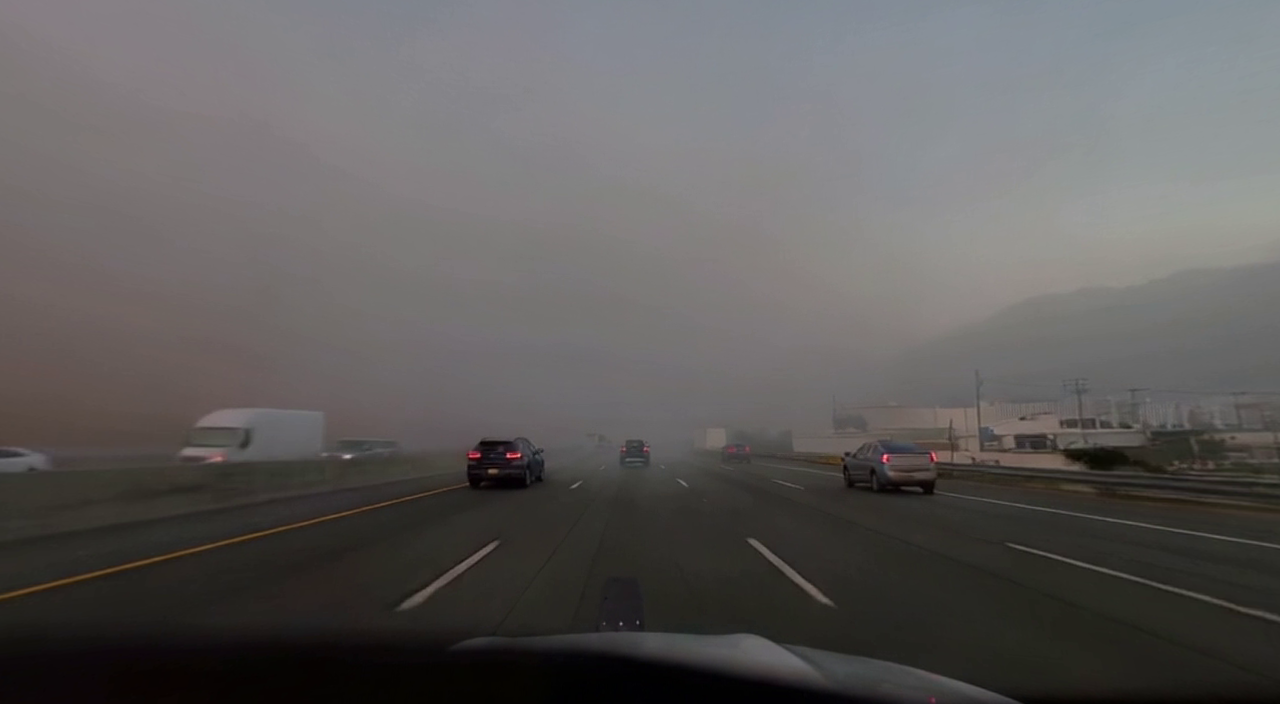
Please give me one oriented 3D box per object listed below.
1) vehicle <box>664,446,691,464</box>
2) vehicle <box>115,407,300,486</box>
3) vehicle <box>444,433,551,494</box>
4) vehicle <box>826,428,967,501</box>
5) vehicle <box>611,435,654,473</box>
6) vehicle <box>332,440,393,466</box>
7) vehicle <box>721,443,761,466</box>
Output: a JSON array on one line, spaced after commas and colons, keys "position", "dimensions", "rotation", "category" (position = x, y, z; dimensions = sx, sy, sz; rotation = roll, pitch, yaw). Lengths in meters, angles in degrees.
[{"position": [2.910, 8.085, 49.803], "dimensions": [1.816, 1.353, 3.809], "rotation": [0, -8, -1], "category": "vehicle"}, {"position": [-13.671, 3.063, 20.511], "dimensions": [2.393, 2.225, 4.996], "rotation": [0, -9, 0], "category": "vehicle"}, {"position": [-4.188, 3.354, 19.443], "dimensions": [2.126, 1.631, 4.643], "rotation": [0, -9, 1], "category": "vehicle"}, {"position": [6.574, 2.927, 16.779], "dimensions": [1.944, 1.666, 4.184], "rotation": [0, -9, 0], "category": "vehicle"}, {"position": [-0.366, 5.082, 31.686], "dimensions": [2.002, 1.759, 4.658], "rotation": [0, -8, 0], "category": "vehicle"}, {"position": [-21.387, 7.812, 48.954], "dimensions": [2.093, 1.851, 5.667], "rotation": [0, -8, 0], "category": "vehicle"}, {"position": [6.714, 6.898, 42.567], "dimensions": [1.879, 1.428, 4.402], "rotation": [0, -9, -1], "category": "vehicle"}]
